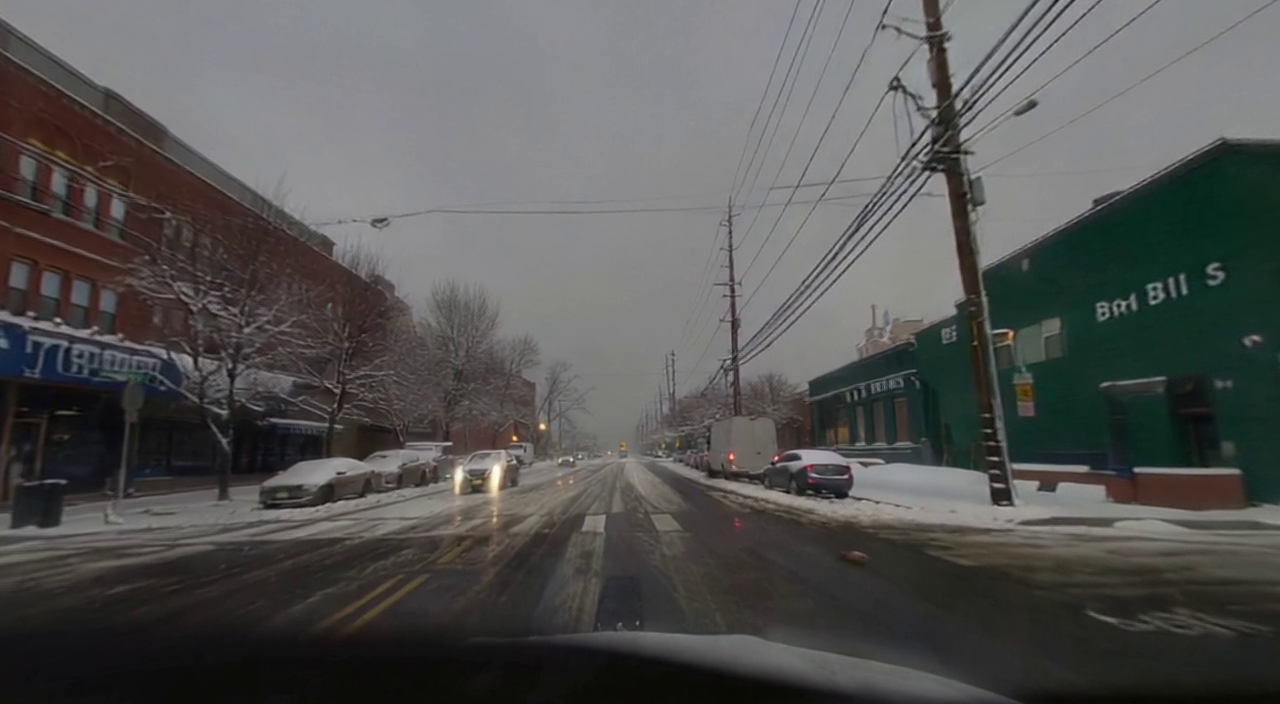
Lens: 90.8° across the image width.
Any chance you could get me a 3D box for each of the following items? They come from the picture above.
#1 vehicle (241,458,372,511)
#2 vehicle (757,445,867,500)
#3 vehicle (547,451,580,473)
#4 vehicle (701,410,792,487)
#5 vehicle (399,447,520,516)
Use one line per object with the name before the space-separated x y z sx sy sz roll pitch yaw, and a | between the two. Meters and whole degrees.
vehicle | -10.773 4.272 20.822 1.978 1.452 4.263 0 -8 0
vehicle | 5.742 4.049 21.699 1.963 1.646 4.204 1 -8 -11
vehicle | -5.517 7.977 46.146 1.925 1.479 4.444 0 -8 0
vehicle | 4.849 4.615 30.452 2.815 3.203 7.558 0 -8 -2
vehicle | -4.496 3.258 16.484 2.050 1.505 4.219 0 -8 -2
